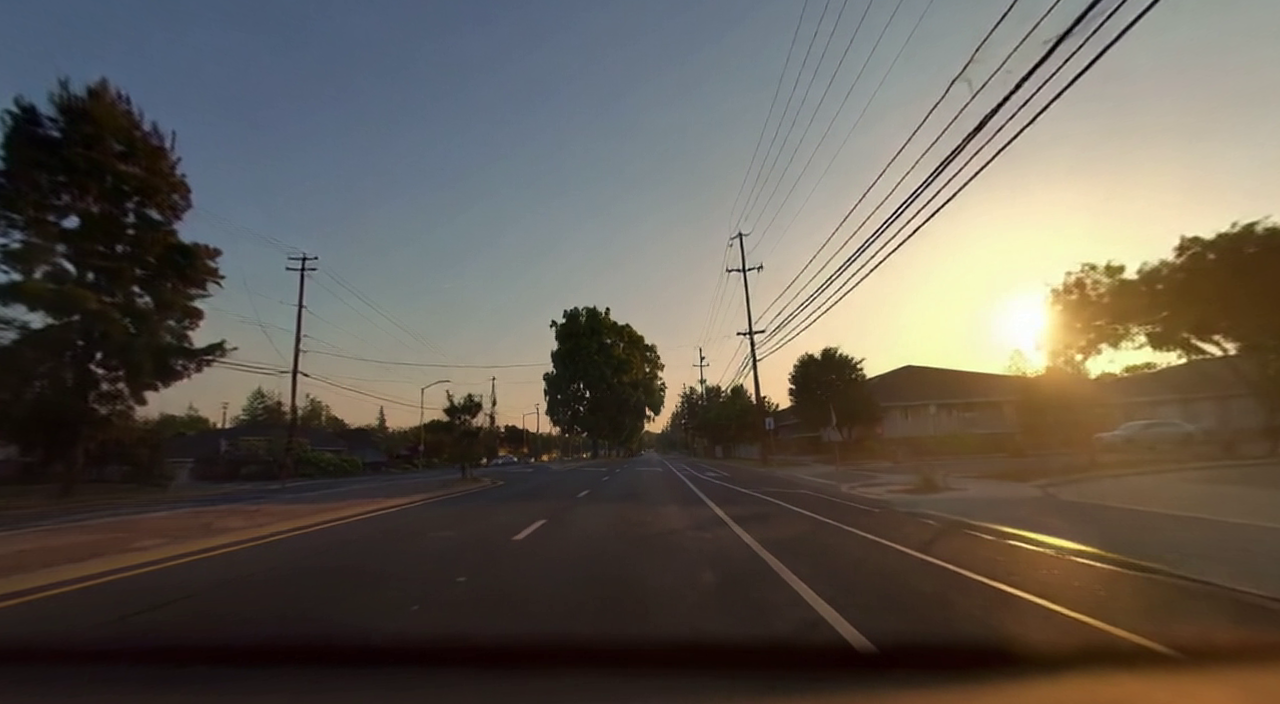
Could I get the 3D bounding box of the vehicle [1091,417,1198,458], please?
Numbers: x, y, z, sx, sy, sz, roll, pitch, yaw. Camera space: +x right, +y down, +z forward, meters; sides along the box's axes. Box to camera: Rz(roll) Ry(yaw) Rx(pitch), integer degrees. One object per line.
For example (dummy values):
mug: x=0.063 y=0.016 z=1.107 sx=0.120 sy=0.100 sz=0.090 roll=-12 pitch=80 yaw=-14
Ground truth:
vehicle: x=26.666 y=4.580 z=33.565 sx=2.009 sy=2.044 sz=4.571 roll=0 pitch=-9 yaw=3
